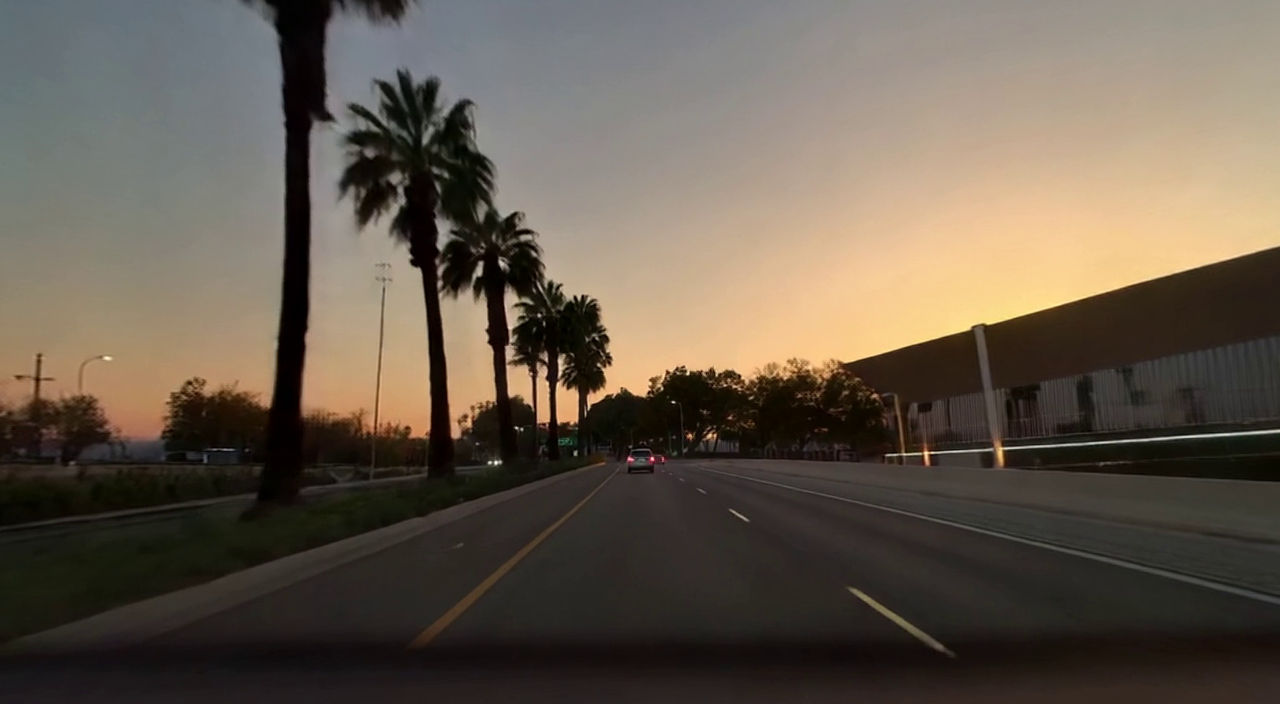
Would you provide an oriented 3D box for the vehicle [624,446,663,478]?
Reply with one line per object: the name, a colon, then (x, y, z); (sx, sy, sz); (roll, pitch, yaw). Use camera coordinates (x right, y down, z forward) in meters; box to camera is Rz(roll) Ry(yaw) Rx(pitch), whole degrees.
vehicle: (0.178, 6.288, 36.260); (2.089, 1.718, 4.193); (0, -9, 0)
